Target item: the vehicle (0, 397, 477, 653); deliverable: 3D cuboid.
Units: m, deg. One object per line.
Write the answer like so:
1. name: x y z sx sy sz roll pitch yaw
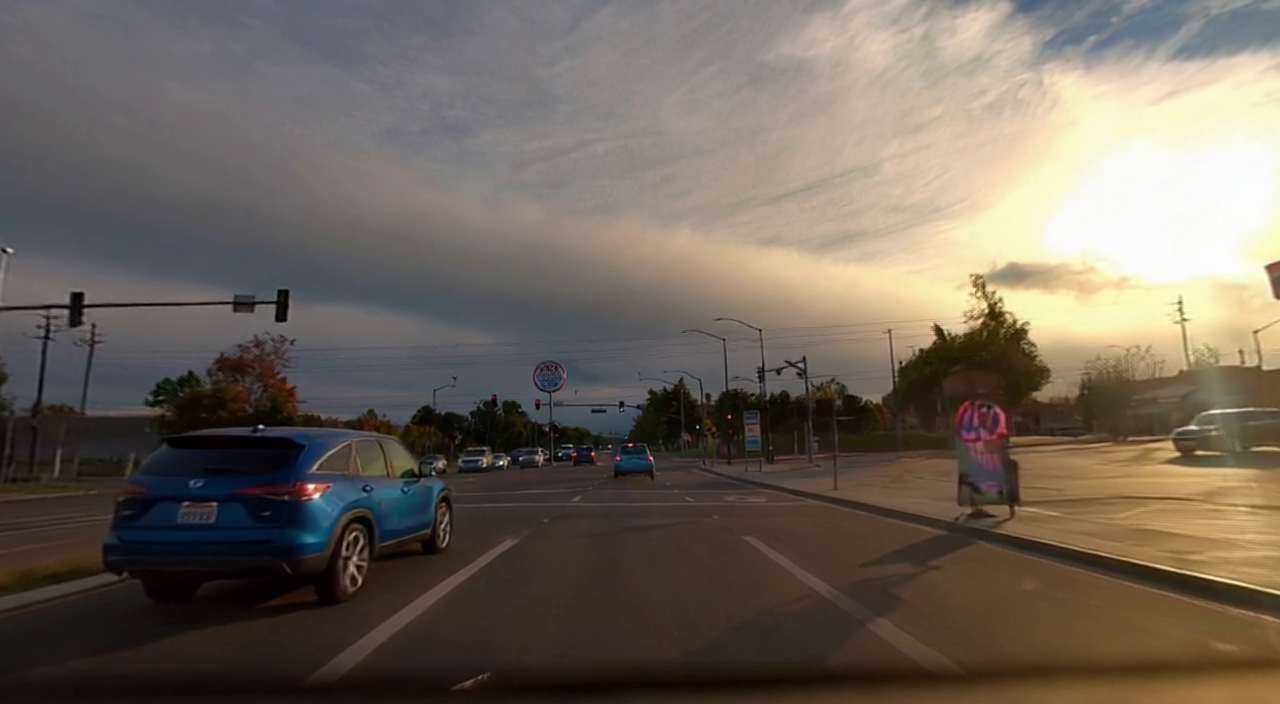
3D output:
1. vehicle: -3.535 1.558 6.824 2.247 1.734 4.919 0 -9 -1

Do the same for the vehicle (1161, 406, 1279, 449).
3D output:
1. vehicle: 28.090 3.599 29.654 5.102 1.893 2.120 0 -9 -1

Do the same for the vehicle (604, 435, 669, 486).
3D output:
1. vehicle: -0.211 4.705 27.546 2.552 1.999 5.498 0 -9 -1
